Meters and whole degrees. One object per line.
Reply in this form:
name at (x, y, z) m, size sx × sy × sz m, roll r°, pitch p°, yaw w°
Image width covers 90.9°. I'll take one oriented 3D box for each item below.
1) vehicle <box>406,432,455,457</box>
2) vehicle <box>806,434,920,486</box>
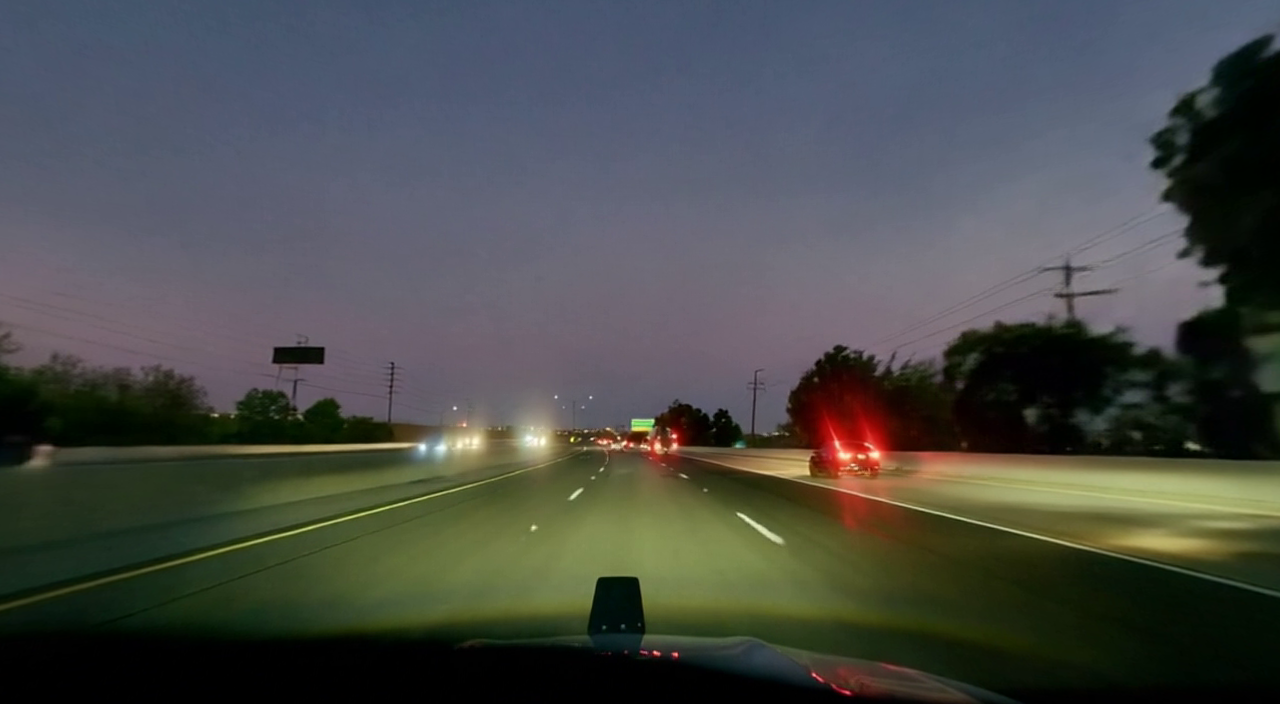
vehicle at (-14.492, 6.428, 43.834) m, size 1.954 × 1.578 × 4.562 m, roll 0°, pitch -8°, yaw -1°
vehicle at (7.015, 3.427, 20.400) m, size 1.905 × 1.480 × 4.624 m, roll 0°, pitch -8°, yaw -1°
